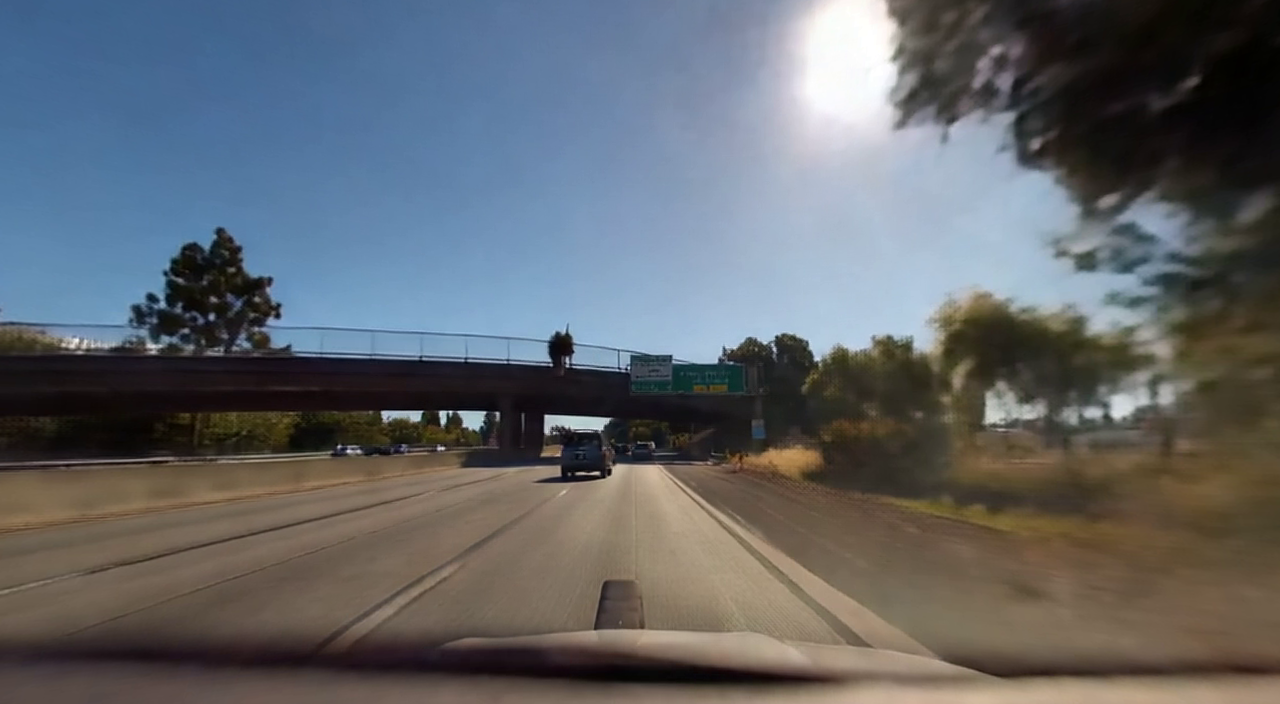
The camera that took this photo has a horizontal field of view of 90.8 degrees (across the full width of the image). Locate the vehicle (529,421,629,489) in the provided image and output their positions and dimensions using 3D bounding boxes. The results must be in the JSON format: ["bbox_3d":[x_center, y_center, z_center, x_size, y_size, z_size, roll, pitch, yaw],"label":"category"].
[{"bbox_3d":[-1.817,3.423,21.179,2.497,1.957,5.432,-1,-9,4],"label":"vehicle"}]

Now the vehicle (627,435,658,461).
[{"bbox_3d":[0.229,7.437,48.921,2.306,1.857,4.657,0,-9,1],"label":"vehicle"}]
